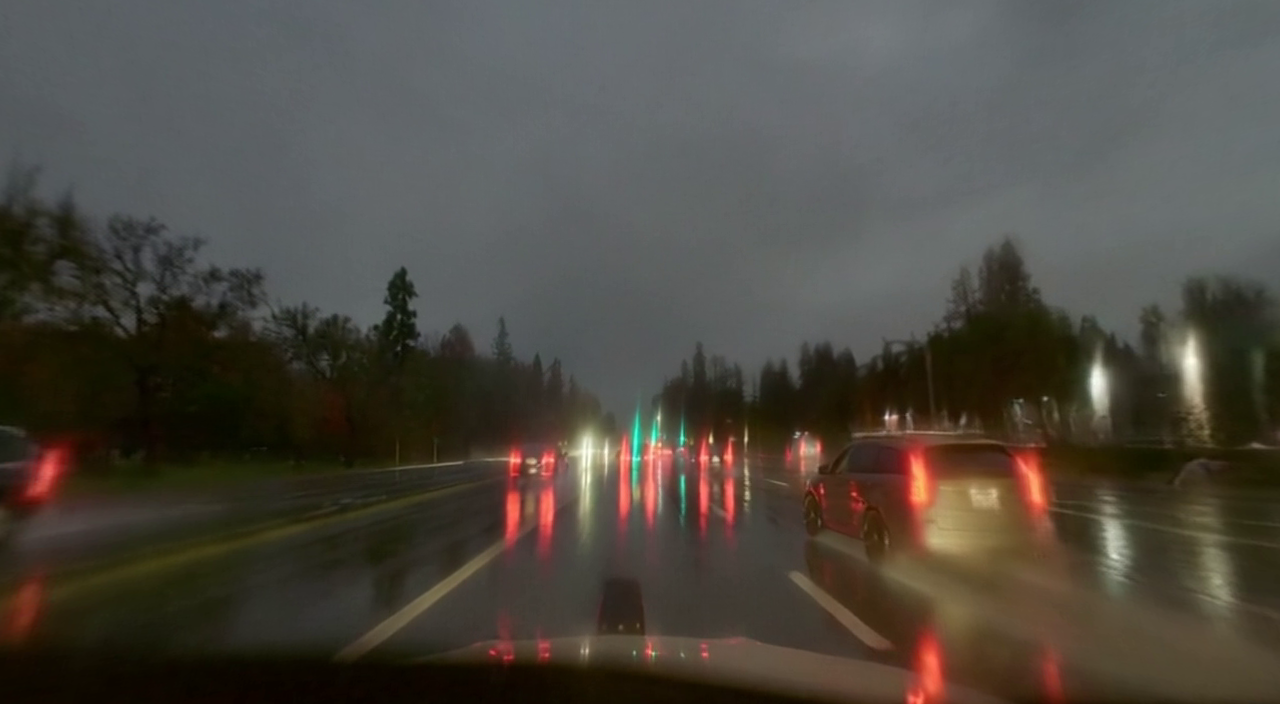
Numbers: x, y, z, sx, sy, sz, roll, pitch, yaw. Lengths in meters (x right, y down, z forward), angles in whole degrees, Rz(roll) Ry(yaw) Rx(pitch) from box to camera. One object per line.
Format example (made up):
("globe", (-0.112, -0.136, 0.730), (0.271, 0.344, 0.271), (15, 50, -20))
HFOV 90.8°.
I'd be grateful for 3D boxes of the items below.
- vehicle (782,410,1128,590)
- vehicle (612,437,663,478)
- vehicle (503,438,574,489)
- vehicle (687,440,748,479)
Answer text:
("vehicle", (3.467, 1.718, 8.292), (2.069, 1.644, 4.714), (0, -8, 0))
("vehicle", (-0.155, 4.750, 28.737), (2.150, 1.725, 4.096), (0, -8, -1))
("vehicle", (-3.482, 3.898, 22.373), (1.823, 1.602, 4.061), (0, -8, 0))
("vehicle", (3.285, 4.676, 27.685), (2.068, 1.541, 4.041), (0, -8, -1))
